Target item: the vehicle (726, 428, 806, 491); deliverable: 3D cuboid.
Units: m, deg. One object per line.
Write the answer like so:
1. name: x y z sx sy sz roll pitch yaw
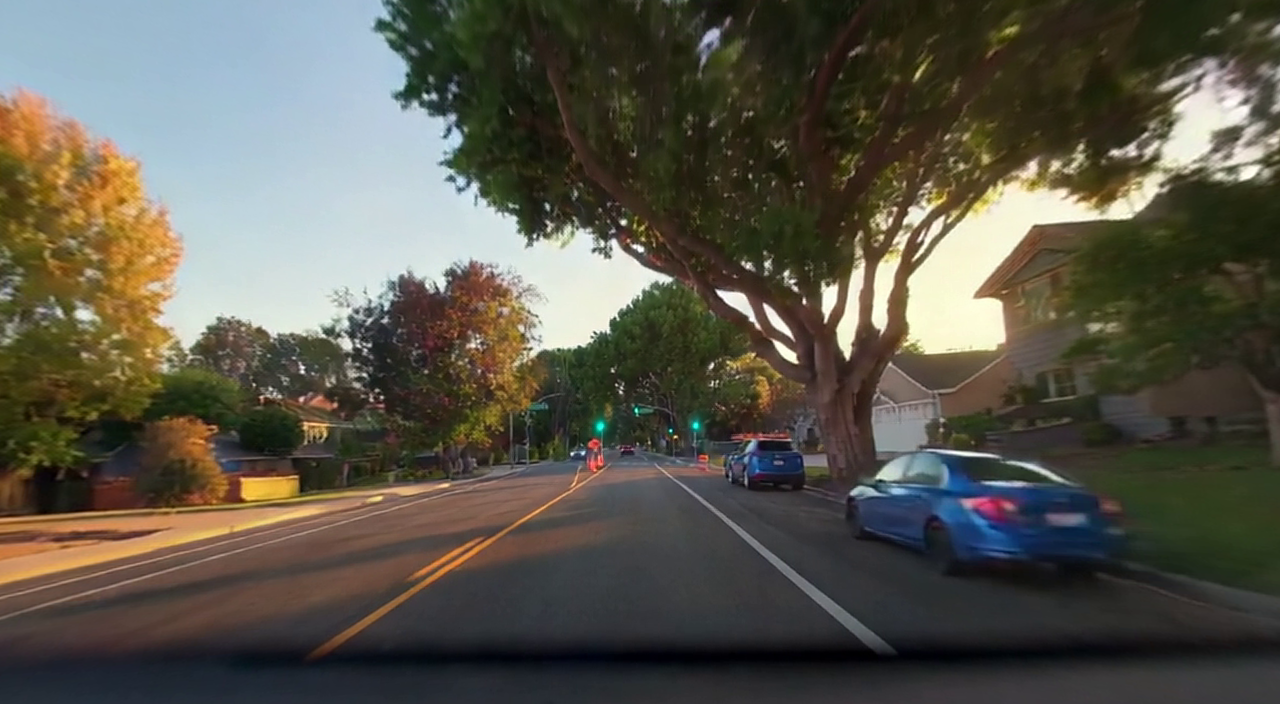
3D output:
1. vehicle: 4.205 3.661 21.709 2.241 1.935 3.270 -1 -9 4

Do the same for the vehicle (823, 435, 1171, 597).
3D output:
1. vehicle: 3.897 1.843 8.054 1.870 1.441 4.539 -1 -9 2
